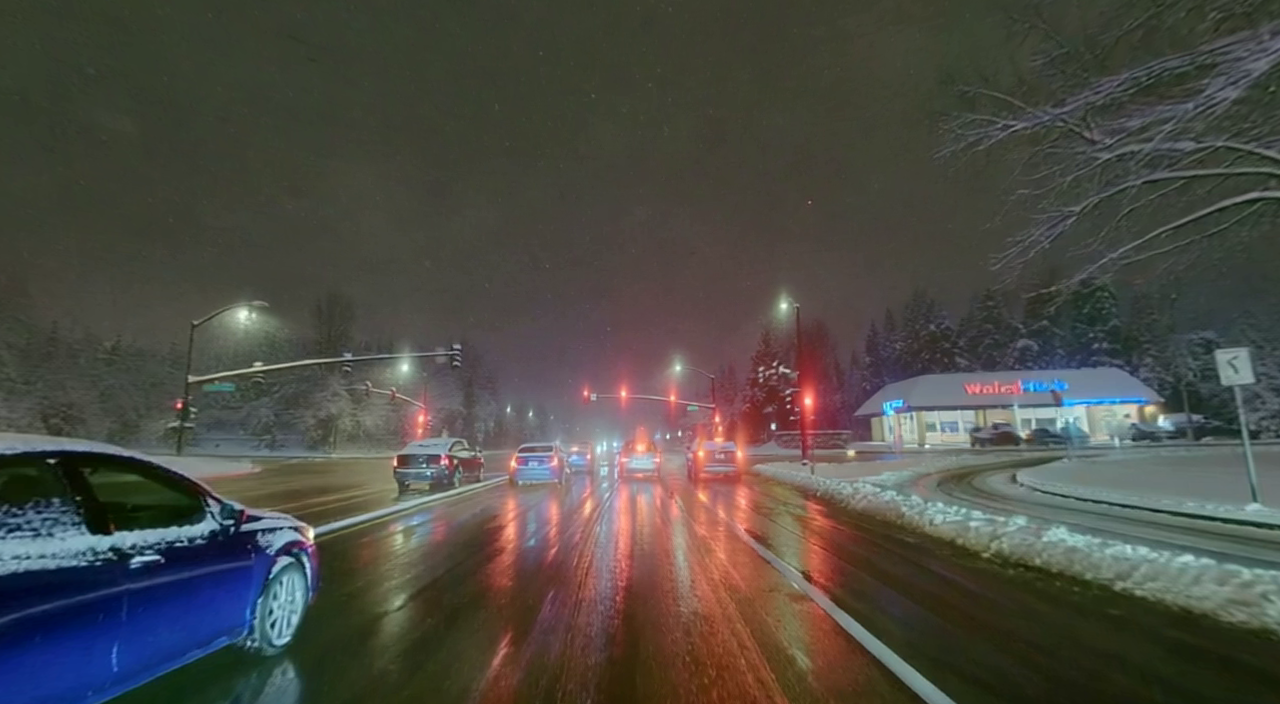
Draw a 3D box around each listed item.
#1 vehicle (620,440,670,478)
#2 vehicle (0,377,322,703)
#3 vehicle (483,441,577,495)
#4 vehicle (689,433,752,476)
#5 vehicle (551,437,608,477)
[{"bbox_3d":[0.215,4.659,27.617,2.032,1.499,3.994,0,-9,1],"label":"vehicle"},{"bbox_3d":[-3.132,0.758,1.385,2.249,1.517,4.951,0,-9,0],"label":"vehicle"},{"bbox_3d":[-3.275,3.554,19.622,2.014,1.472,4.357,0,-9,2],"label":"vehicle"},{"bbox_3d":[3.435,4.480,27.640,2.076,1.691,4.402,0,-9,-1],"label":"vehicle"},{"bbox_3d":[-2.715,4.819,29.147,2.072,1.694,4.070,0,-9,2],"label":"vehicle"}]
